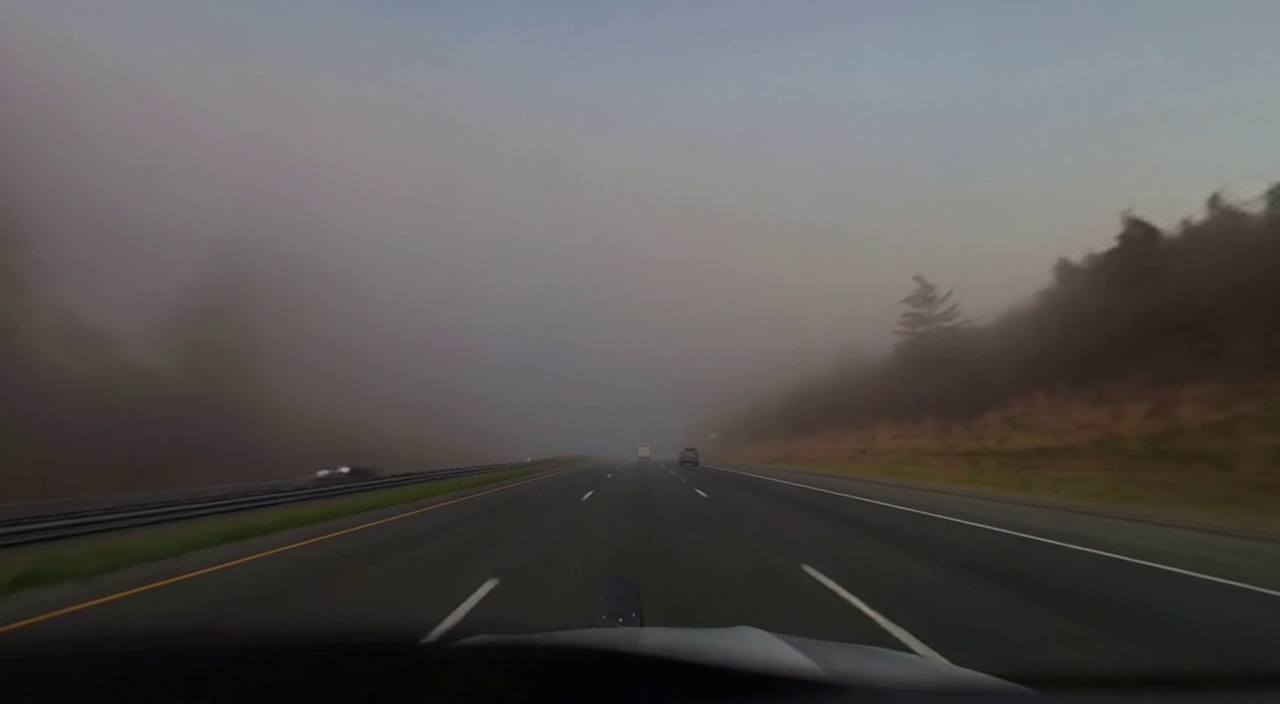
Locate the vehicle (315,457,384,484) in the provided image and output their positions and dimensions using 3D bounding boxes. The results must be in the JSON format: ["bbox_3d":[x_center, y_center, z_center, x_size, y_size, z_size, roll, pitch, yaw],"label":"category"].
[{"bbox_3d":[-16.518,6.720,36.124,1.926,1.385,4.054,0,-9,1],"label":"vehicle"}]
